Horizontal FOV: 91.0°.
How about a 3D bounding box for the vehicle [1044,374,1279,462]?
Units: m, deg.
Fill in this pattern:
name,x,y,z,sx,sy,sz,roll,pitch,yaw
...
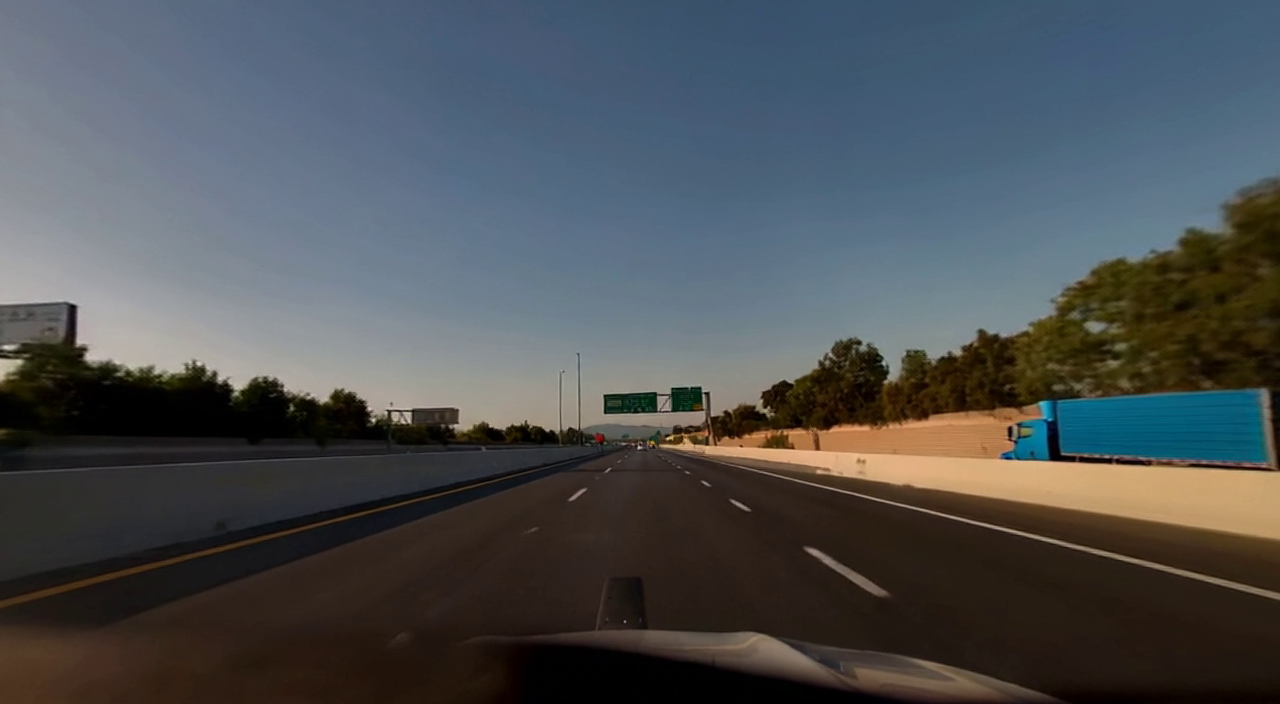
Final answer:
name,x,y,z,sx,sy,sz,roll,pitch,yaw
vehicle,29.273,3.512,32.249,2.836,4.027,14.280,6,-10,-33
